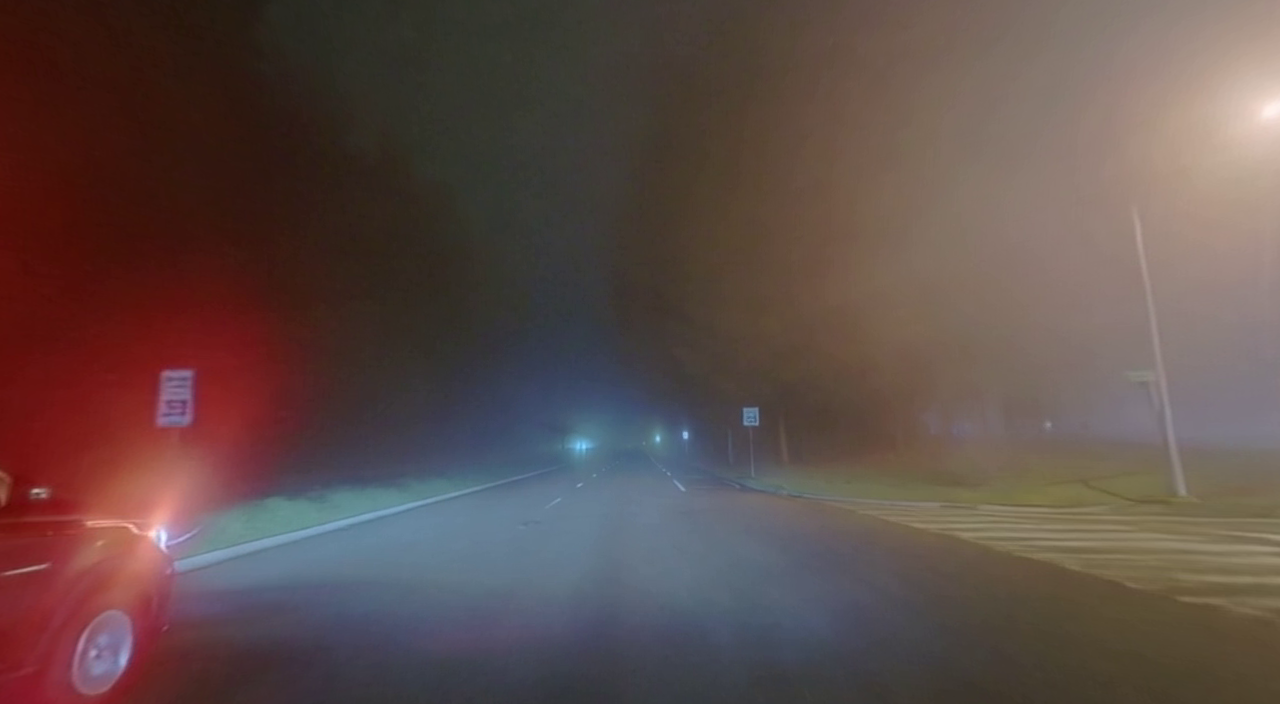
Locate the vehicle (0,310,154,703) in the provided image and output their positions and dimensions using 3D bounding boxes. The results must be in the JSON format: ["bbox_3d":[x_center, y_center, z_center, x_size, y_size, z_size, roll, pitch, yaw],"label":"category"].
[{"bbox_3d":[-3.129,0.474,0.209,2.141,1.761,4.742,0,-9,-1],"label":"vehicle"}]

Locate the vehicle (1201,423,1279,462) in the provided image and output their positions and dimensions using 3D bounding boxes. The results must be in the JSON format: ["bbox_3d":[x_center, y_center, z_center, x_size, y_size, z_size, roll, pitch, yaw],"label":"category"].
[{"bbox_3d":[29.883,4.359,30.244,3.879,1.820,1.862,0,-9,2],"label":"vehicle"}]
